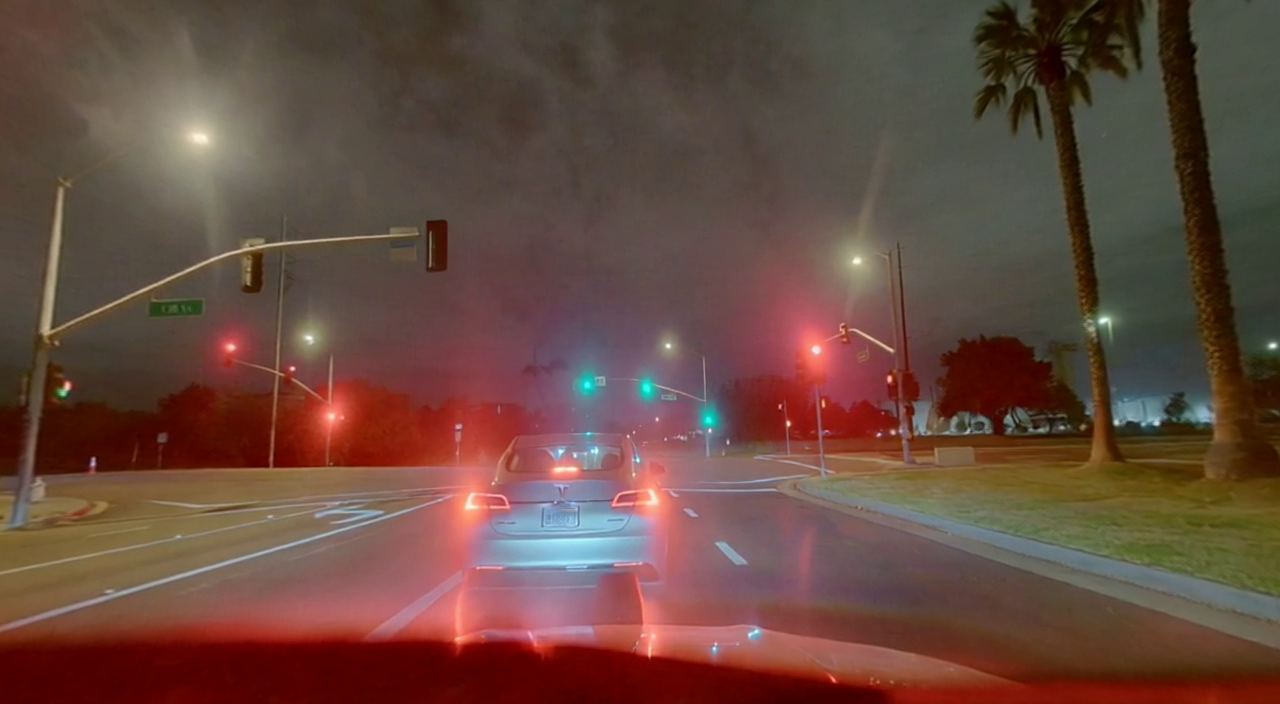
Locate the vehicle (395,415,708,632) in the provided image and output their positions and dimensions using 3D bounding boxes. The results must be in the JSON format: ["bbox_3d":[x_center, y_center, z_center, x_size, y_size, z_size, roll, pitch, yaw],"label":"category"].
[{"bbox_3d":[-0.636,1.504,6.559,2.152,1.478,4.229,0,-9,-1],"label":"vehicle"}]
